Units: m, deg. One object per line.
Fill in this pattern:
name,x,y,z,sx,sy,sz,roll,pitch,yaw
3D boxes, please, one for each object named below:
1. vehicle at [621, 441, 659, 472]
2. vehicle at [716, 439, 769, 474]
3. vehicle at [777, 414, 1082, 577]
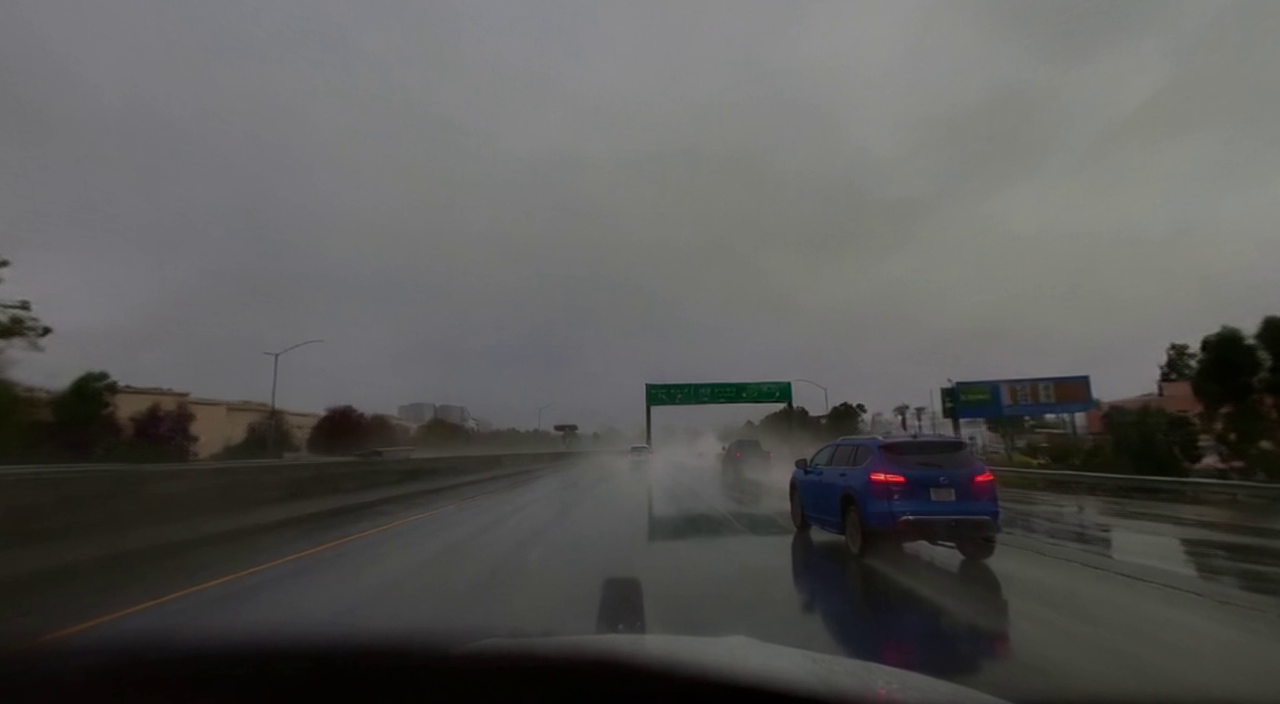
vehicle,-0.026,6.473,39.309,2.181,1.768,4.383,0,-8,-1
vehicle,7.110,7.305,44.475,2.526,2.230,6.190,0,-8,-1
vehicle,3.466,1.800,8.749,2.097,1.659,4.320,0,-8,-1
